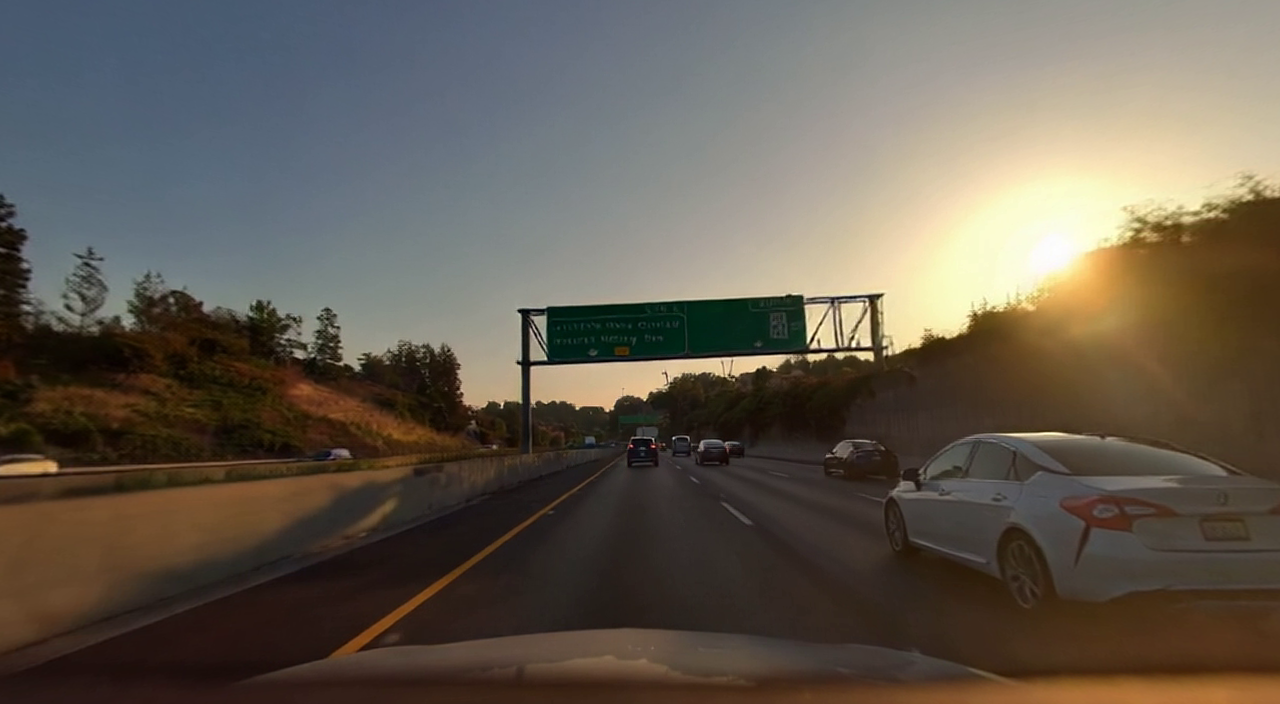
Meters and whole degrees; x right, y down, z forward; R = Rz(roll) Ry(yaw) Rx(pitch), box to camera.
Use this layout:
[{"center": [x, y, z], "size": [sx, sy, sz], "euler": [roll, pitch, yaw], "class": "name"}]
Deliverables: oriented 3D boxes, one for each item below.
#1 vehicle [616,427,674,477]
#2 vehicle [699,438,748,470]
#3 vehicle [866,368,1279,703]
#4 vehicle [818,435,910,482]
[{"center": [0.182, 4.044, 25.802], "size": [2.189, 1.852, 4.038], "euler": [0, -8, 0], "class": "vehicle"}, {"center": [4.150, 5.095, 31.790], "size": [1.825, 1.487, 4.034], "euler": [0, -8, -1], "class": "vehicle"}, {"center": [3.700, 1.213, 5.232], "size": [2.003, 1.661, 4.418], "euler": [-1, -8, 0], "class": "vehicle"}, {"center": [8.034, 3.847, 23.067], "size": [1.810, 1.516, 4.183], "euler": [-1, -8, 0], "class": "vehicle"}]
